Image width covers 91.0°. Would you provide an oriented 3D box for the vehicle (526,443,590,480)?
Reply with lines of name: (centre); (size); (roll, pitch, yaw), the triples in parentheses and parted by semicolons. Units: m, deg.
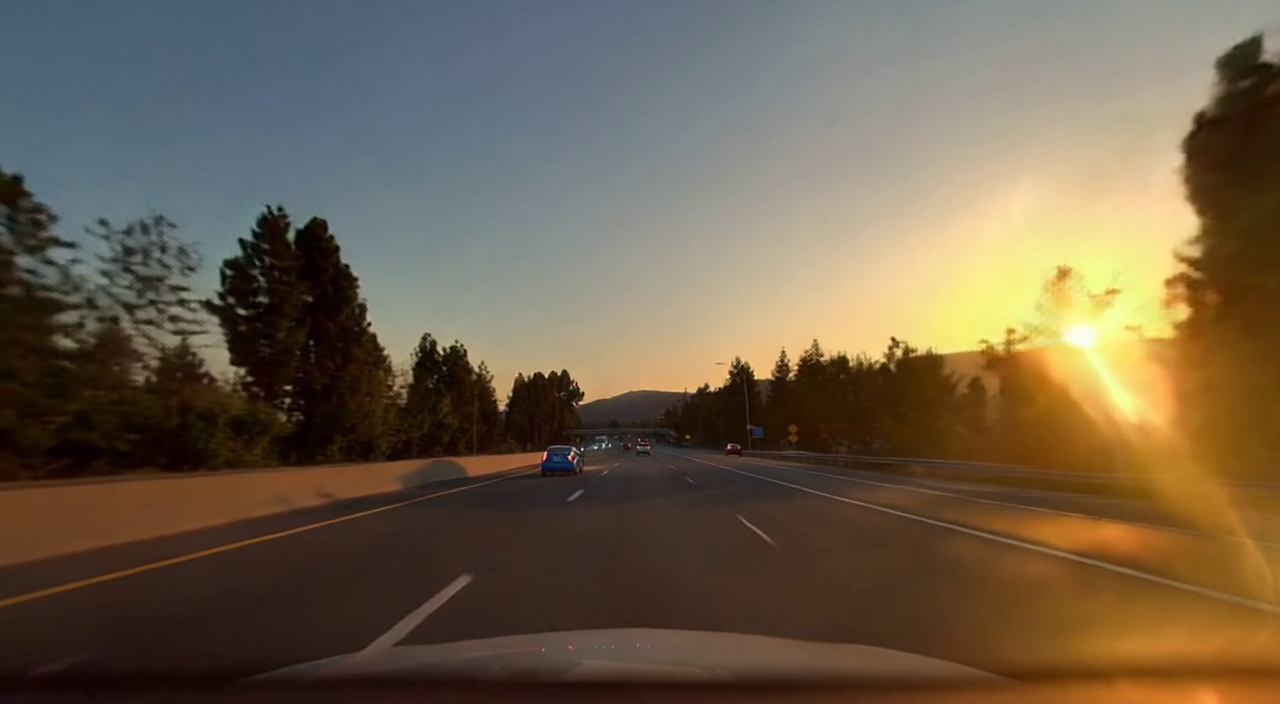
vehicle: (-3.549, 4.841, 28.109); (2.162, 1.493, 4.583); (0, -9, 1)
